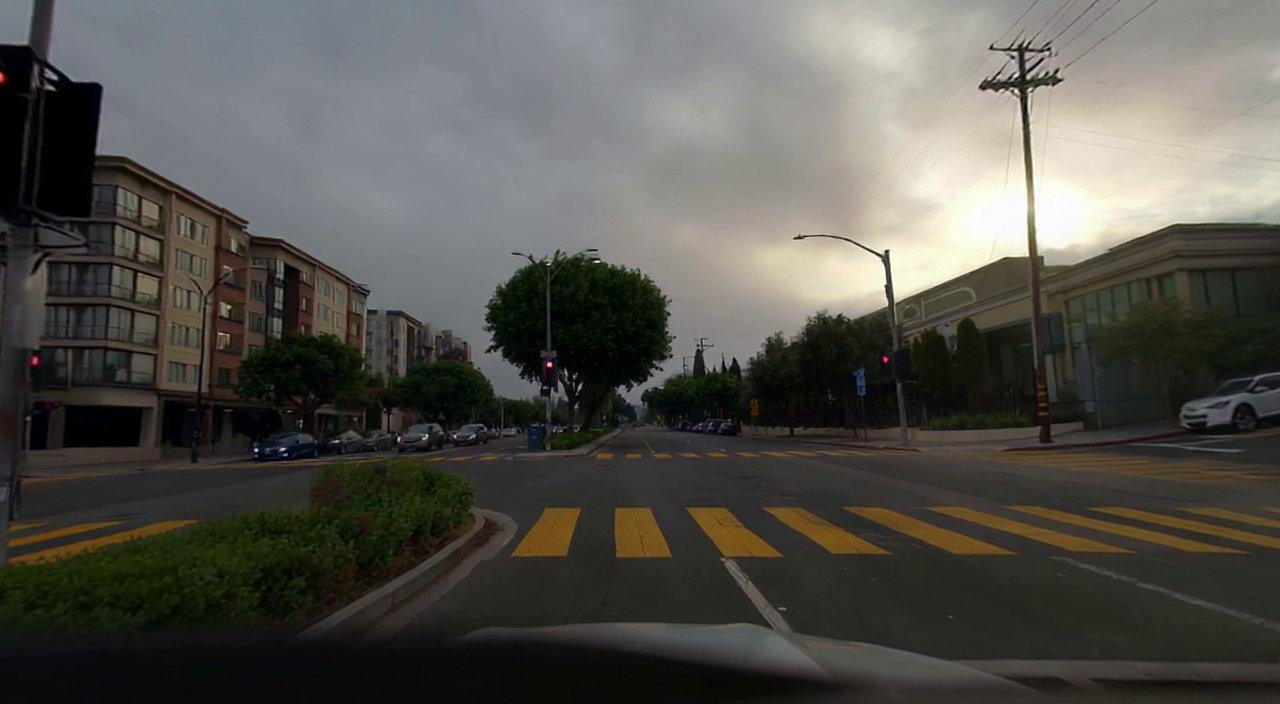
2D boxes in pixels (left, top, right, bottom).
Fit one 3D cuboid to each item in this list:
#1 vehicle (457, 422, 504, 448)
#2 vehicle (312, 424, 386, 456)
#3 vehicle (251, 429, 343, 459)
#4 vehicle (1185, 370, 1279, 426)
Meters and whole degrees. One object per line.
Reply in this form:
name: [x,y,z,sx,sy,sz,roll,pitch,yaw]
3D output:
vehicle: [-11.644,6.125,46.416,2.118,1.809,4.591,0,-8,2]
vehicle: [-18.262,5.596,39.955,2.225,1.871,5.189,0,-9,0]
vehicle: [-18.060,4.907,33.623,1.939,1.430,5.533,0,-9,-2]
vehicle: [22.361,1.566,22.343,4.531,1.753,1.964,-2,-2,-5]
